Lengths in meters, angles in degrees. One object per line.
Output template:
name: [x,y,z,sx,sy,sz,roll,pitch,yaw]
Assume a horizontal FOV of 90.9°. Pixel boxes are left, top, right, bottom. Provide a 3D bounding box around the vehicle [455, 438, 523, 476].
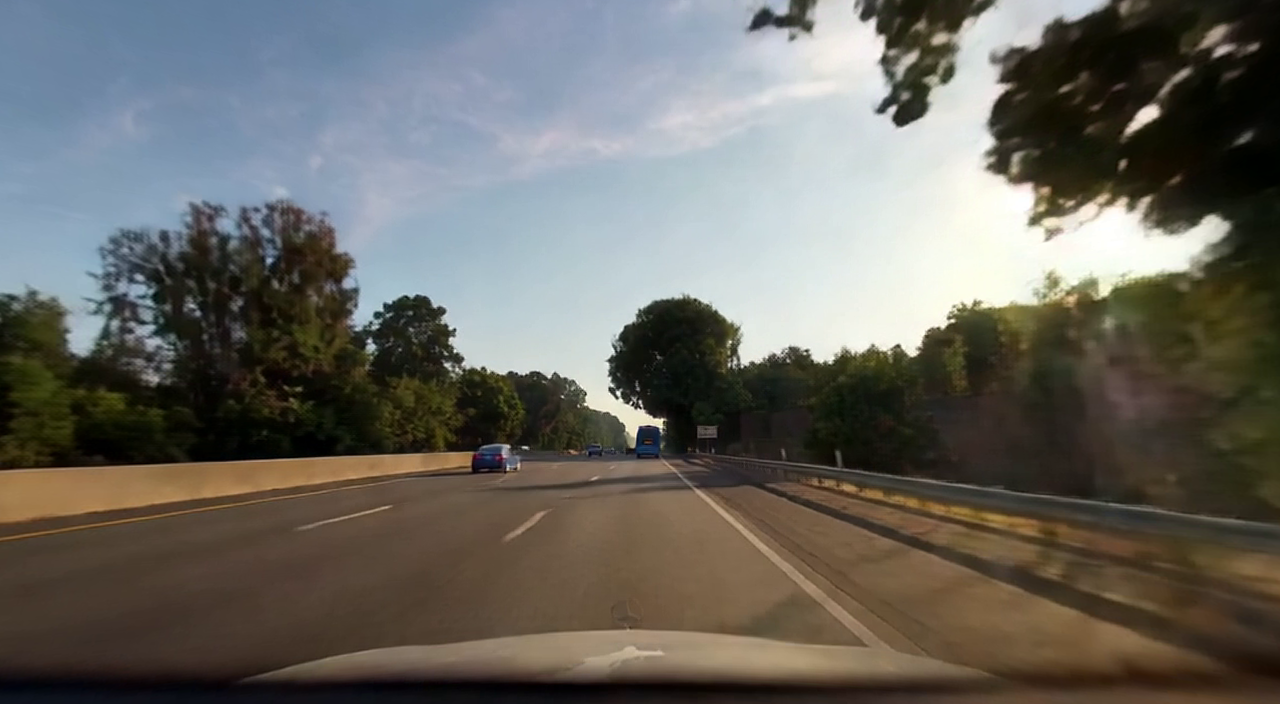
vehicle: [-7.190,5.052,30.535,2.080,1.674,4.660,0,-8,1]
